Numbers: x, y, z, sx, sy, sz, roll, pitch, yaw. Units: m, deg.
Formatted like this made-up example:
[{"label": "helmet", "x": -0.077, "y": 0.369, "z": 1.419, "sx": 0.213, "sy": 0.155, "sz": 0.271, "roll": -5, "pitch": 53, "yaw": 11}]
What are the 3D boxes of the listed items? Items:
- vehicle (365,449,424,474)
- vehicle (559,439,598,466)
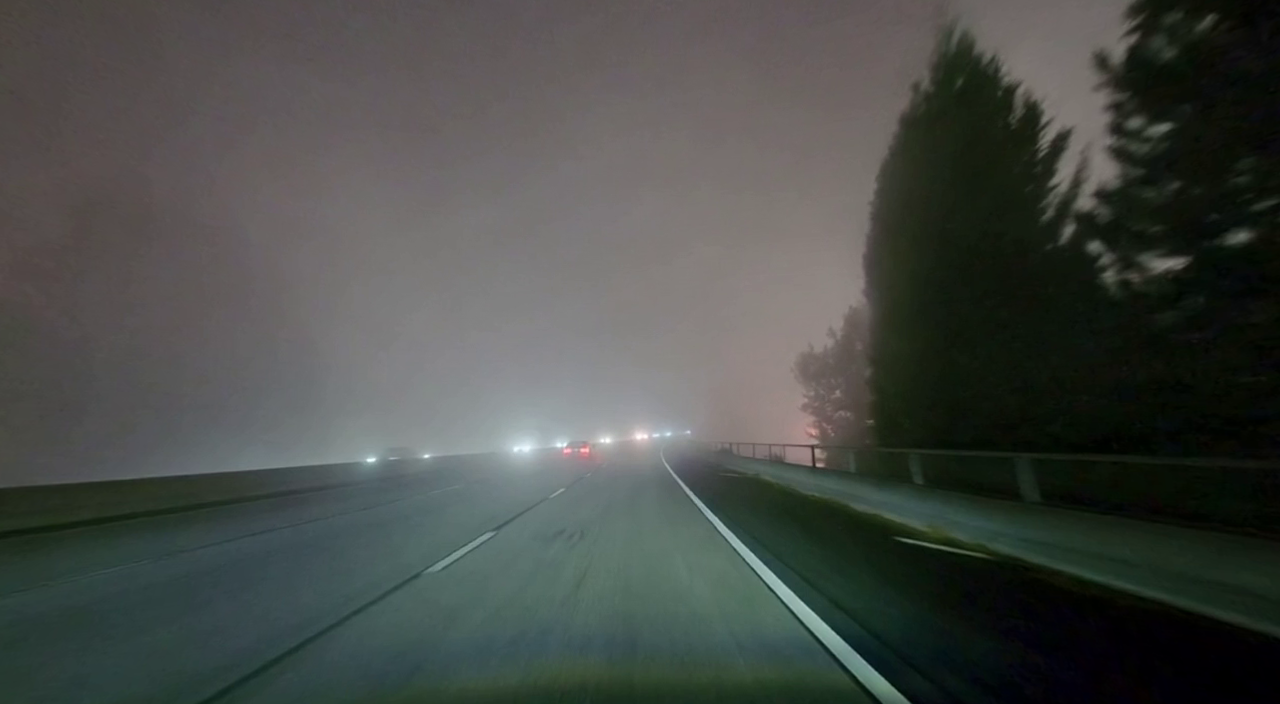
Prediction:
[{"label": "vehicle", "x": -16.272, "y": 7.250, "z": 41.835, "sx": 1.931, "sy": 1.542, "sz": 4.509, "roll": -1, "pitch": -9, "yaw": 3}, {"label": "vehicle", "x": -3.848, "y": 6.390, "z": 39.954, "sx": 1.998, "sy": 1.584, "sz": 4.005, "roll": 0, "pitch": -9, "yaw": 1}]
